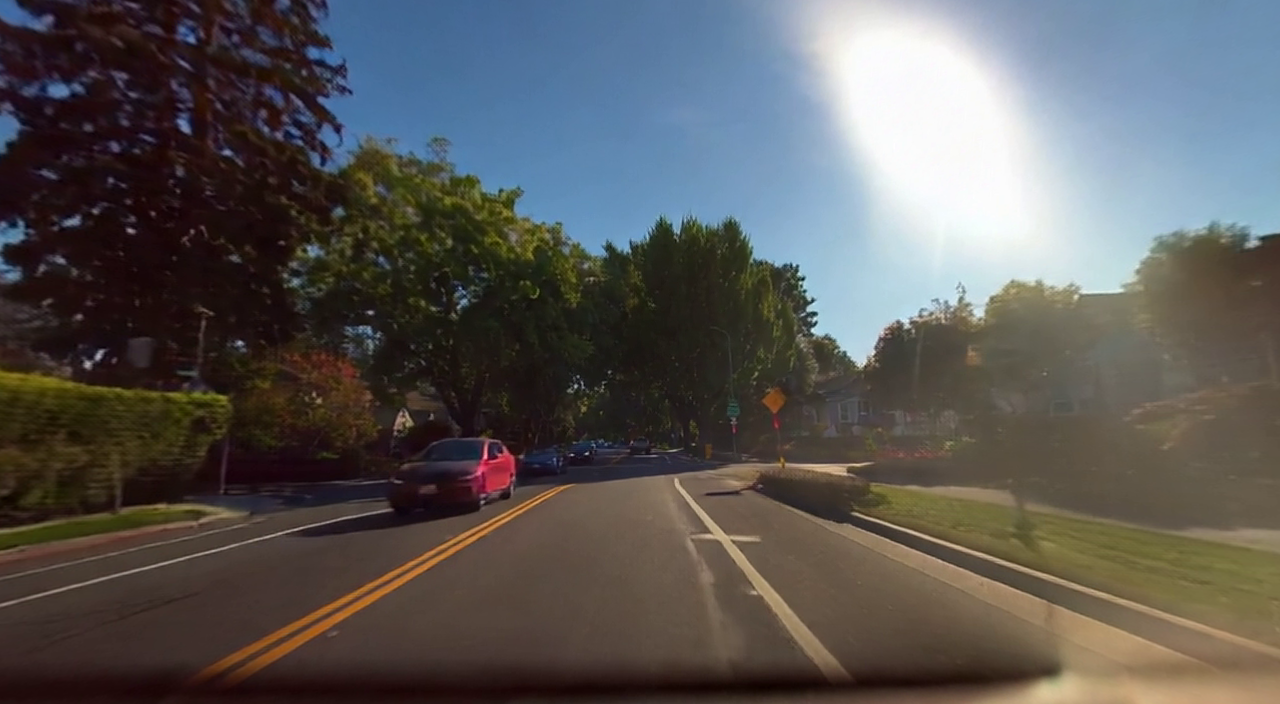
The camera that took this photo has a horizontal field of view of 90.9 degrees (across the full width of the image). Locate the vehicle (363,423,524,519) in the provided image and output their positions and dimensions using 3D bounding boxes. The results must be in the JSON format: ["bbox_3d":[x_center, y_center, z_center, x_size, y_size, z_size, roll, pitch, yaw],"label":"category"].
[{"bbox_3d":[-4.236,2.638,14.579,2.134,1.821,4.719,0,-8,1],"label":"vehicle"}]

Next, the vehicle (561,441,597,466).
[{"bbox_3d":[-4.018,6.727,41.990,1.979,1.532,4.212,0,-8,0],"label":"vehicle"}]

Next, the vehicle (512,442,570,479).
[{"bbox_3d":[-4.268,4.704,27.766,1.862,1.491,4.266,0,-8,0],"label":"vehicle"}]
